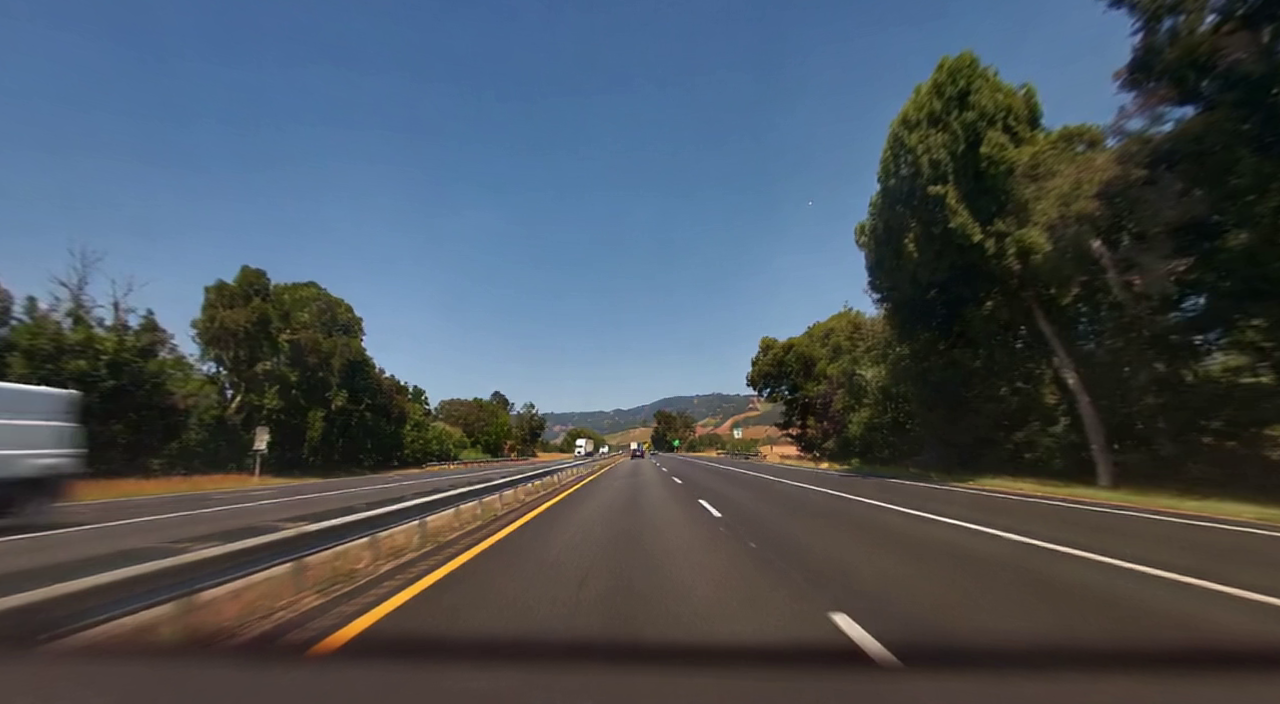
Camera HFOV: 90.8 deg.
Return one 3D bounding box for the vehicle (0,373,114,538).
[{"bbox_3d":[-12.022,1.626,9.847,2.690,2.712,5.582,0,-9,0],"label":"vehicle"}]
